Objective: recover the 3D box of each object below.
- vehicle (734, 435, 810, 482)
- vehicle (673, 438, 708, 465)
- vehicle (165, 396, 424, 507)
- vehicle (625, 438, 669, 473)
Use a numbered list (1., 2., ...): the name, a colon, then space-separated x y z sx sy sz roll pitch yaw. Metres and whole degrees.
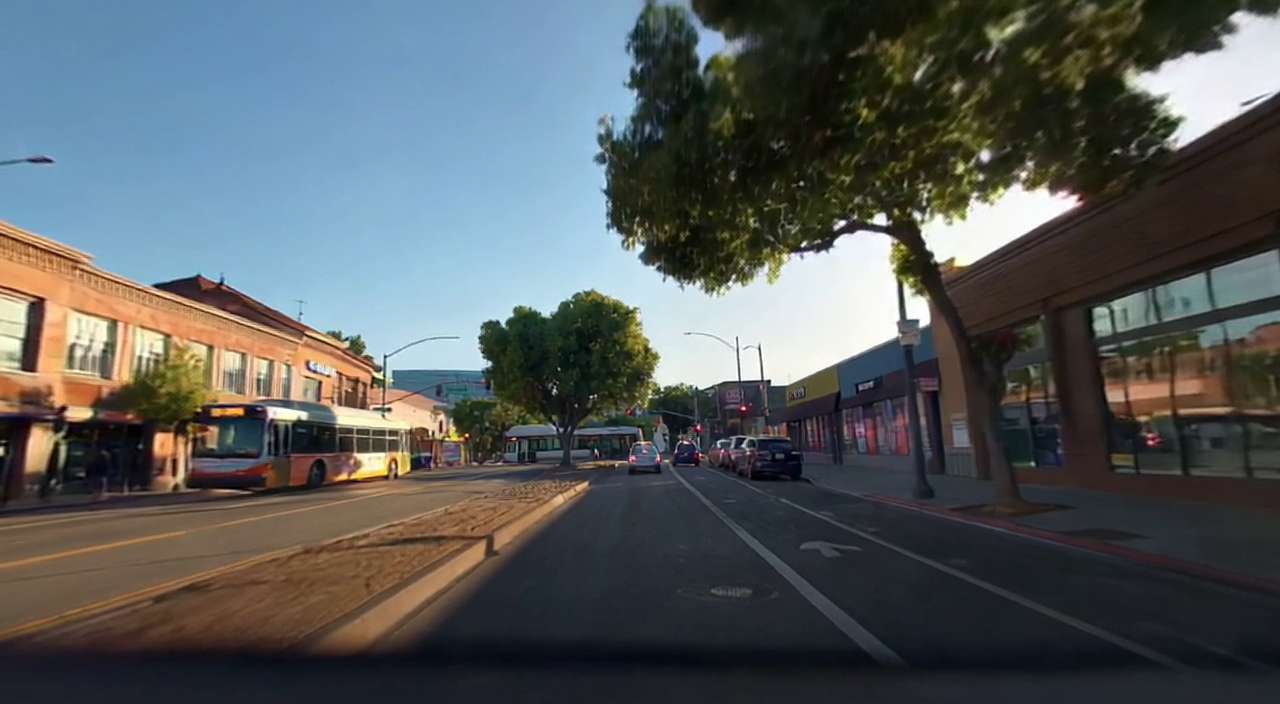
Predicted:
1. vehicle: 5.118 4.186 25.069 2.014 1.681 4.332 0 -9 -1
2. vehicle: 3.355 6.728 42.635 2.222 1.688 3.952 0 -9 3
3. vehicle: -12.682 3.956 25.515 3.356 3.365 12.460 0 -9 1
4. vehicle: 0.283 5.383 32.950 2.089 1.699 4.650 0 -9 -2
